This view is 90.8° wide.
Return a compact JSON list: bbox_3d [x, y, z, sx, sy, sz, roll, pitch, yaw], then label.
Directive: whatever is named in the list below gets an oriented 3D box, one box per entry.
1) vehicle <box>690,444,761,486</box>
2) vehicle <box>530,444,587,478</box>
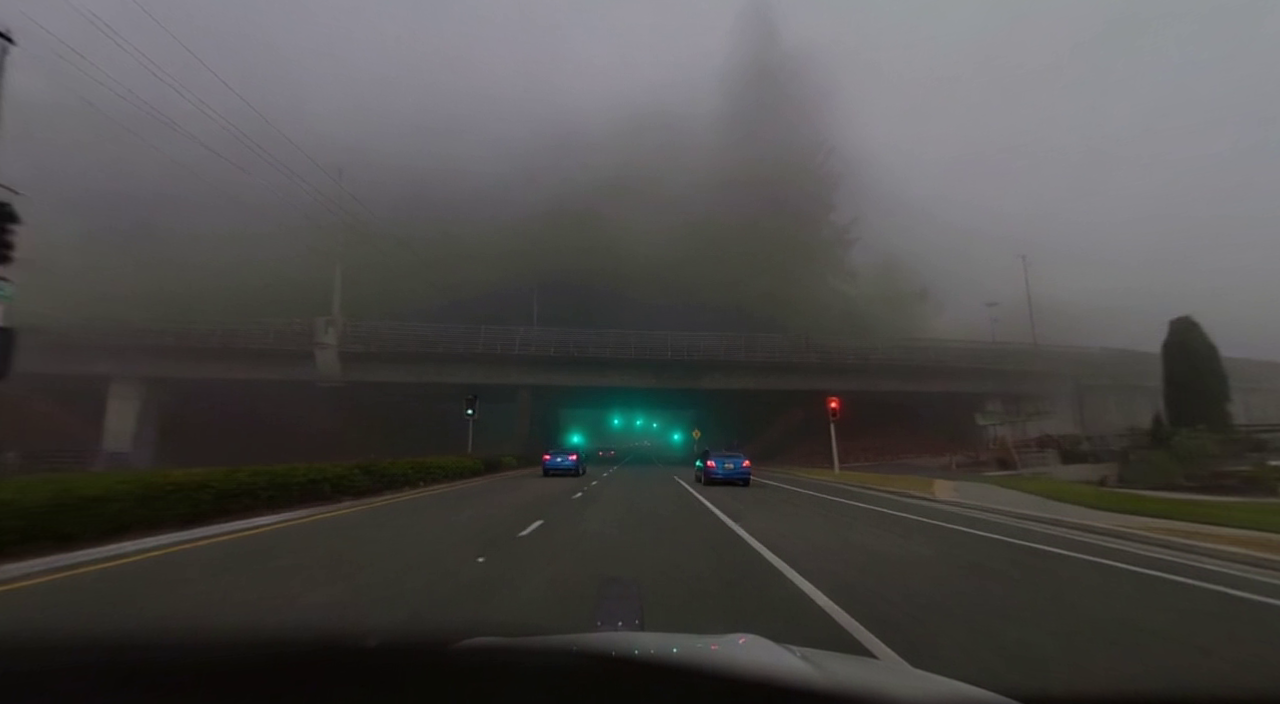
[{"bbox_3d":[3.196,4.326,24.567,2.068,1.497,4.247,0,-8,-1],"label":"vehicle"},{"bbox_3d":[-3.750,5.110,29.963,2.060,1.484,4.417,0,-8,1],"label":"vehicle"}]
